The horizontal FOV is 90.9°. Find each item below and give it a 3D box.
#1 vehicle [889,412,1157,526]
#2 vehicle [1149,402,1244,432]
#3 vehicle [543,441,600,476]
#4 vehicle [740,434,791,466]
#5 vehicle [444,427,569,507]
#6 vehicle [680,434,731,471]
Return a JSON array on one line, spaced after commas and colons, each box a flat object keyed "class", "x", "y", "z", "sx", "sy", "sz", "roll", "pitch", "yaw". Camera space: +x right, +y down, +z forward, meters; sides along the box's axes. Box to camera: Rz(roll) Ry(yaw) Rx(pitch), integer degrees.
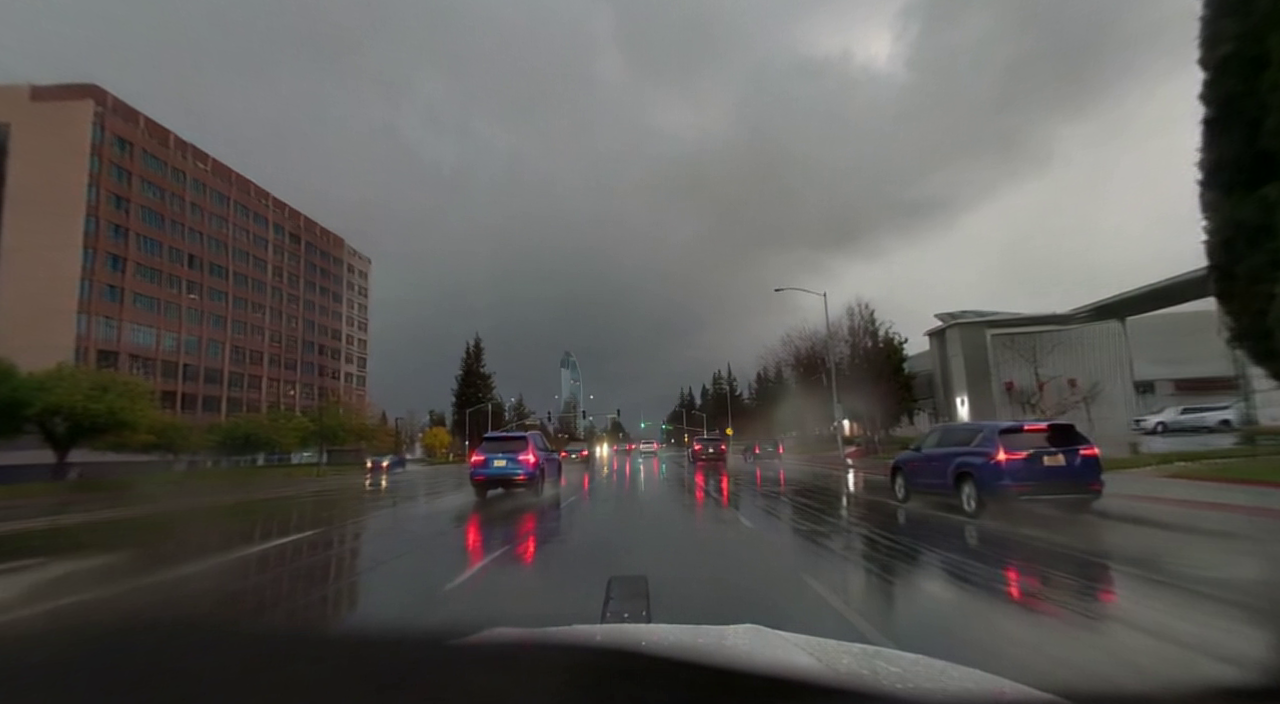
[{"class": "vehicle", "x": 6.586, "y": 2.081, "z": 11.662, "sx": 2.088, "sy": 1.666, "sz": 4.512, "roll": 0, "pitch": -9, "yaw": 0}, {"class": "vehicle", "x": 40.589, "y": 4.836, "z": 46.180, "sx": 2.022, "sy": 1.925, "sz": 5.391, "roll": 0, "pitch": -9, "yaw": 0}, {"class": "vehicle", "x": -3.138, "y": 4.977, "z": 29.630, "sx": 2.036, "sy": 1.465, "sz": 4.301, "roll": -1, "pitch": -9, "yaw": 2}, {"class": "vehicle", "x": 7.481, "y": 5.922, "z": 38.053, "sx": 2.076, "sy": 1.793, "sz": 4.464, "roll": 0, "pitch": -9, "yaw": -1}, {"class": "vehicle", "x": -3.174, "y": 2.850, "z": 16.028, "sx": 2.141, "sy": 1.719, "sz": 4.379, "roll": -1, "pitch": -9, "yaw": 1}, {"class": "vehicle", "x": 3.376, "y": 5.292, "z": 33.366, "sx": 2.178, "sy": 1.804, "sz": 4.766, "roll": 0, "pitch": -9, "yaw": 0}]
